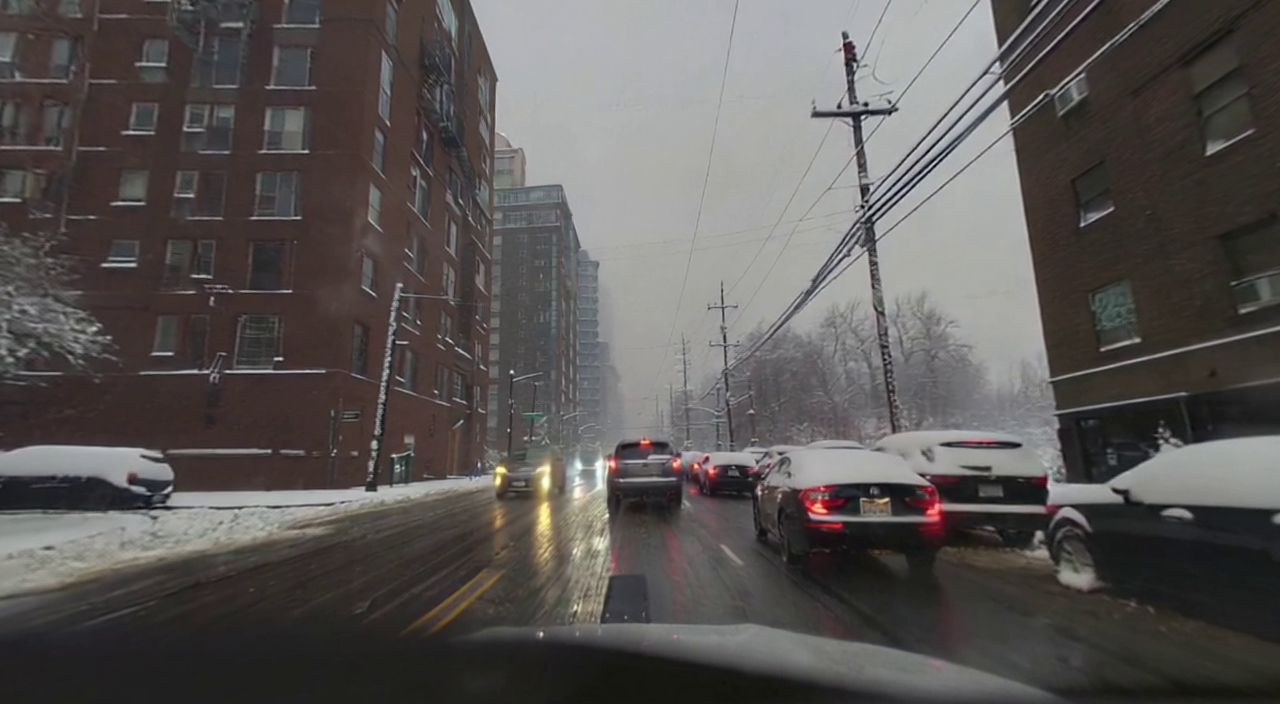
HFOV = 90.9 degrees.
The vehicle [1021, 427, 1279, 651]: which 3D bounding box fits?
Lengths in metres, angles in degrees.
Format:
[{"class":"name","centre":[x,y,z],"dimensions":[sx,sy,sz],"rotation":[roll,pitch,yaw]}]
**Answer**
[{"class":"vehicle","centre":[5.533,1.446,5.207],"dimensions":[1.931,1.585,4.387],"rotation":[0,-9,-1]}]

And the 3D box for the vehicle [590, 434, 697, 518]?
[{"class":"vehicle","centre":[0.042,2.892,15.240],"dimensions":[2.232,1.736,4.036],"rotation":[0,-8,-1]}]

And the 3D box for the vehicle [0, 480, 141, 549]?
[{"class":"vehicle","centre":[-17.625,4.849,18.502],"dimensions":[4.298,1.440,1.997],"rotation":[-8,-8,-2]}]

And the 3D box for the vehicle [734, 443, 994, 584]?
[{"class":"vehicle","centre":[2.697,2.037,8.924],"dimensions":[2.029,1.460,4.451],"rotation":[0,-8,0]}]

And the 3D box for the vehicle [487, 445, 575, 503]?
[{"class":"vehicle","centre":[-3.486,3.978,21.067],"dimensions":[2.112,1.705,4.365],"rotation":[0,-8,1]}]
